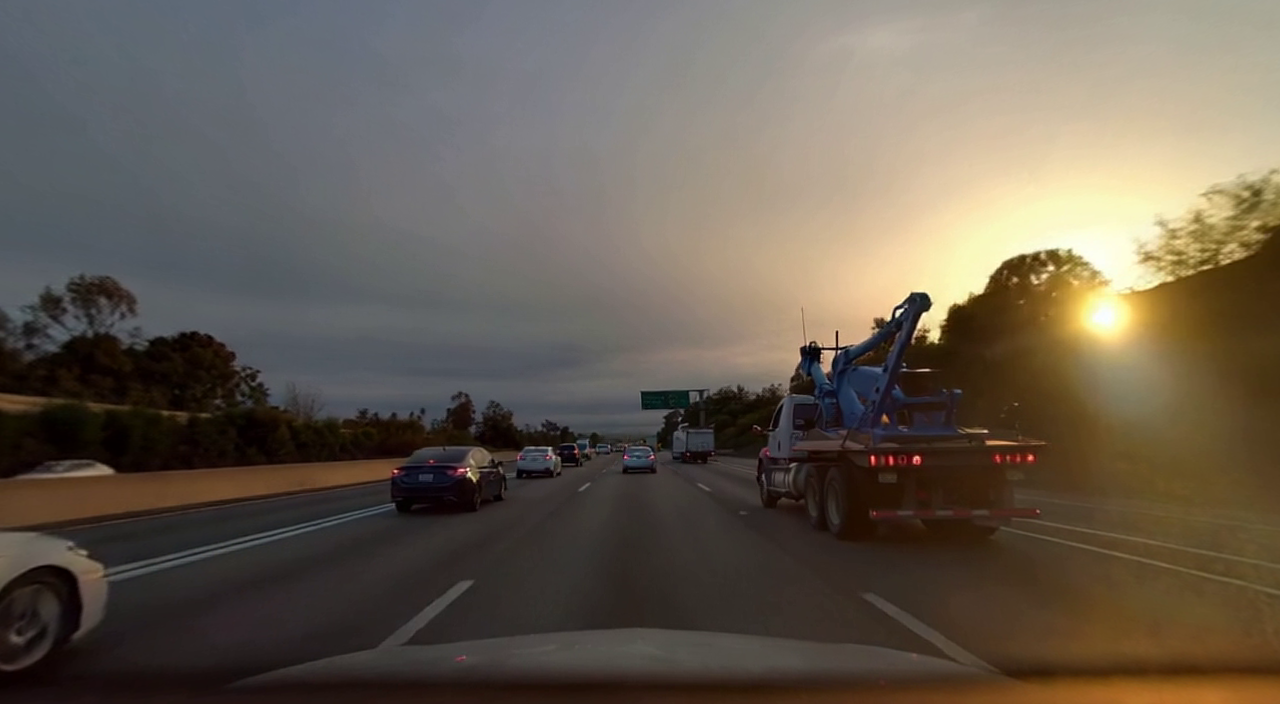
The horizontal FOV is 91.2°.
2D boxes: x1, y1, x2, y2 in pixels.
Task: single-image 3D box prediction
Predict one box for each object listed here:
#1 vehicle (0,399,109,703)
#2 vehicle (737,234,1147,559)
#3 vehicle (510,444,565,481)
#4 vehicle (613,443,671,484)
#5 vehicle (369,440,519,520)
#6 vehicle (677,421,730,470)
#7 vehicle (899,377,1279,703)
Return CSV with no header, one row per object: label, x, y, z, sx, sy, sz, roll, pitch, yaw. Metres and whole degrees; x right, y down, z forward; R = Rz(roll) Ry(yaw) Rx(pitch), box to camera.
vehicle,-4.158,0.792,1.597,1.978,1.556,4.119,0,-9,0
vehicle,3.930,1.071,11.171,2.975,3.618,8.456,0,-9,0
vehicle,-4.599,5.032,28.792,1.858,1.527,3.974,0,-9,0
vehicle,0.021,4.477,25.458,2.150,1.498,3.988,0,-9,-2
vehicle,-4.232,2.823,14.435,1.880,1.507,4.757,0,-9,0
vehicle,3.917,5.991,40.121,2.416,2.829,7.016,0,-9,-2
vehicle,4.067,1.080,3.686,2.599,1.631,5.693,0,-9,-1
